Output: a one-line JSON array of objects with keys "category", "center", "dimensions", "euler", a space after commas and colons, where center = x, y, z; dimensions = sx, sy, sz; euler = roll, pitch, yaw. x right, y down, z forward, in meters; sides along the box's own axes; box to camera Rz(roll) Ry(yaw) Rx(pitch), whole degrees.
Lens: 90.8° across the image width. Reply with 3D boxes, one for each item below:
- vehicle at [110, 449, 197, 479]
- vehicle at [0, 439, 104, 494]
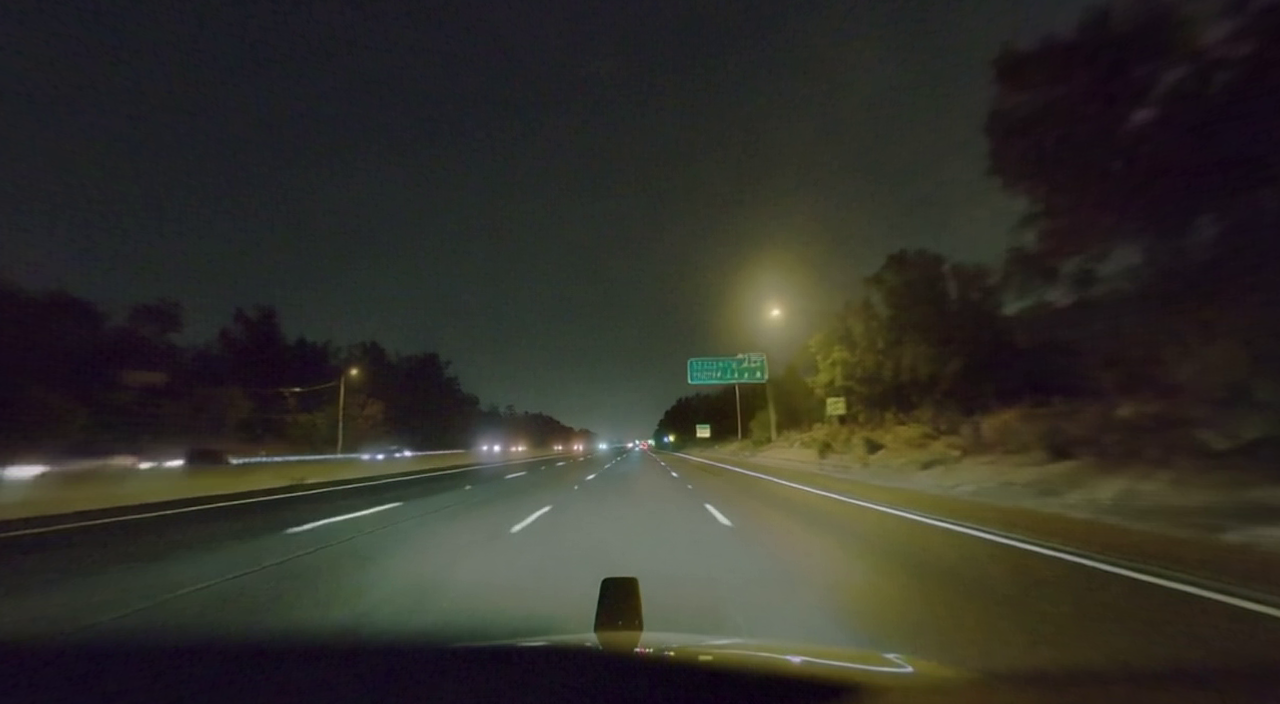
[{"category": "vehicle", "center": [-25.009, 5.743, 32.618], "dimensions": [1.673, 1.470, 3.484], "euler": [0, -8, 0]}, {"category": "vehicle", "center": [-21.687, 3.897, 21.712], "dimensions": [2.046, 1.730, 4.975], "euler": [0, -9, 0]}]
